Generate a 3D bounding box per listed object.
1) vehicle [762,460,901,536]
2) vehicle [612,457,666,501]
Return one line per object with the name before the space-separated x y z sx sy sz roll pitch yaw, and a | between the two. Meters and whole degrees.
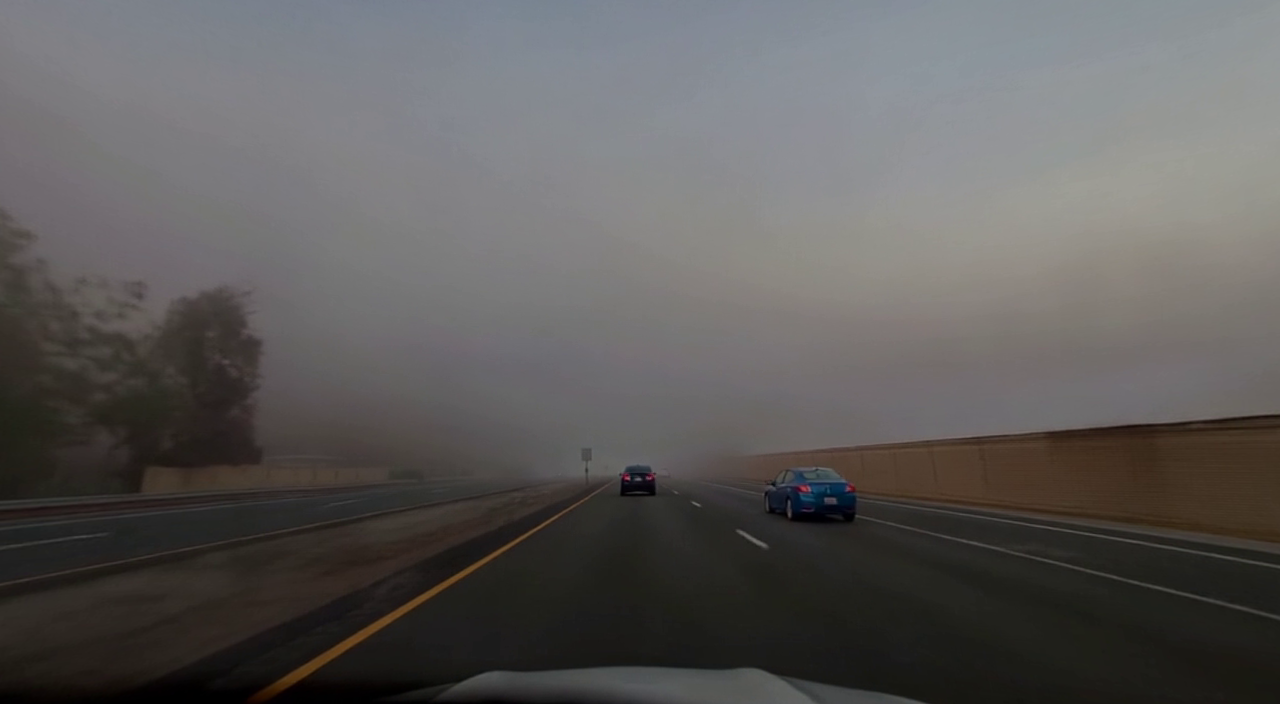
vehicle | 4.291 3.351 14.861 1.938 1.494 4.032 1 -11 -1
vehicle | -0.027 5.201 25.888 2.037 1.605 3.833 1 -11 0
